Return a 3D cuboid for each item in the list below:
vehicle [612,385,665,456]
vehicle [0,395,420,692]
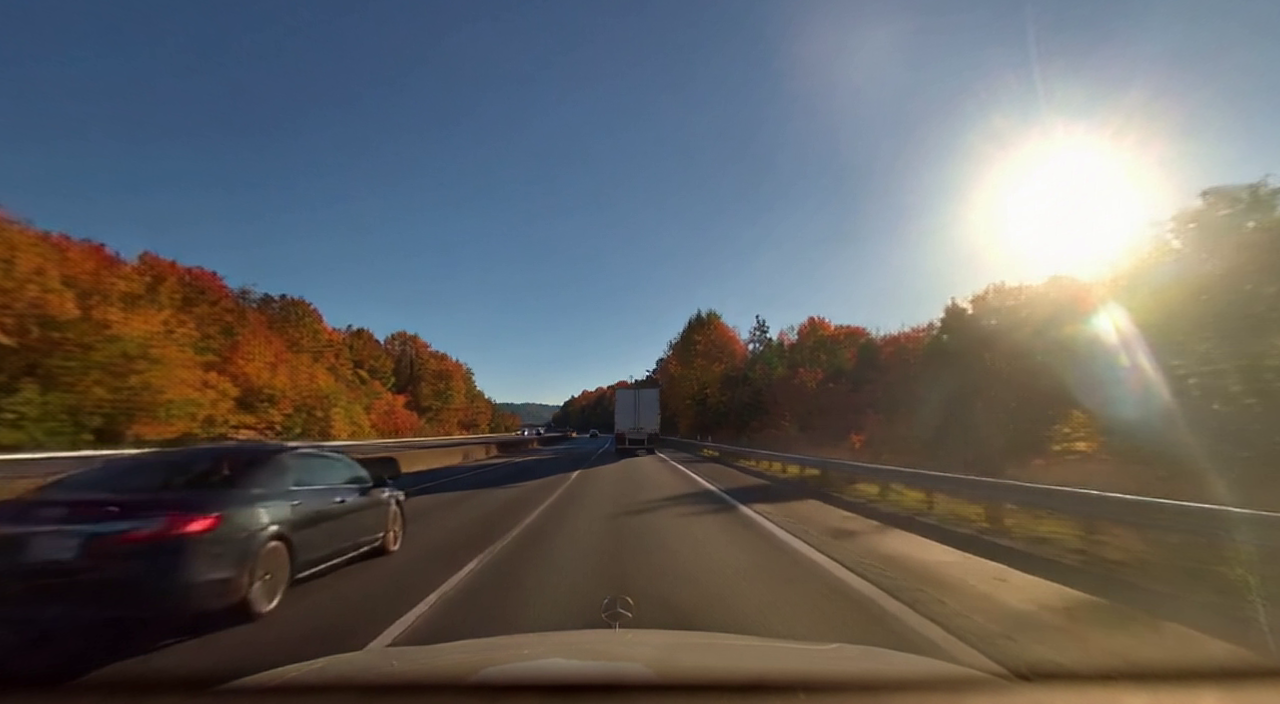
[{"bbox_3d":[-0.276,4.709,41.764,3.013,4.016,11.496,0,-8,-2],"label":"vehicle"},{"bbox_3d":[-3.755,1.262,5.364,2.217,1.495,4.245,0,-8,0],"label":"vehicle"}]
